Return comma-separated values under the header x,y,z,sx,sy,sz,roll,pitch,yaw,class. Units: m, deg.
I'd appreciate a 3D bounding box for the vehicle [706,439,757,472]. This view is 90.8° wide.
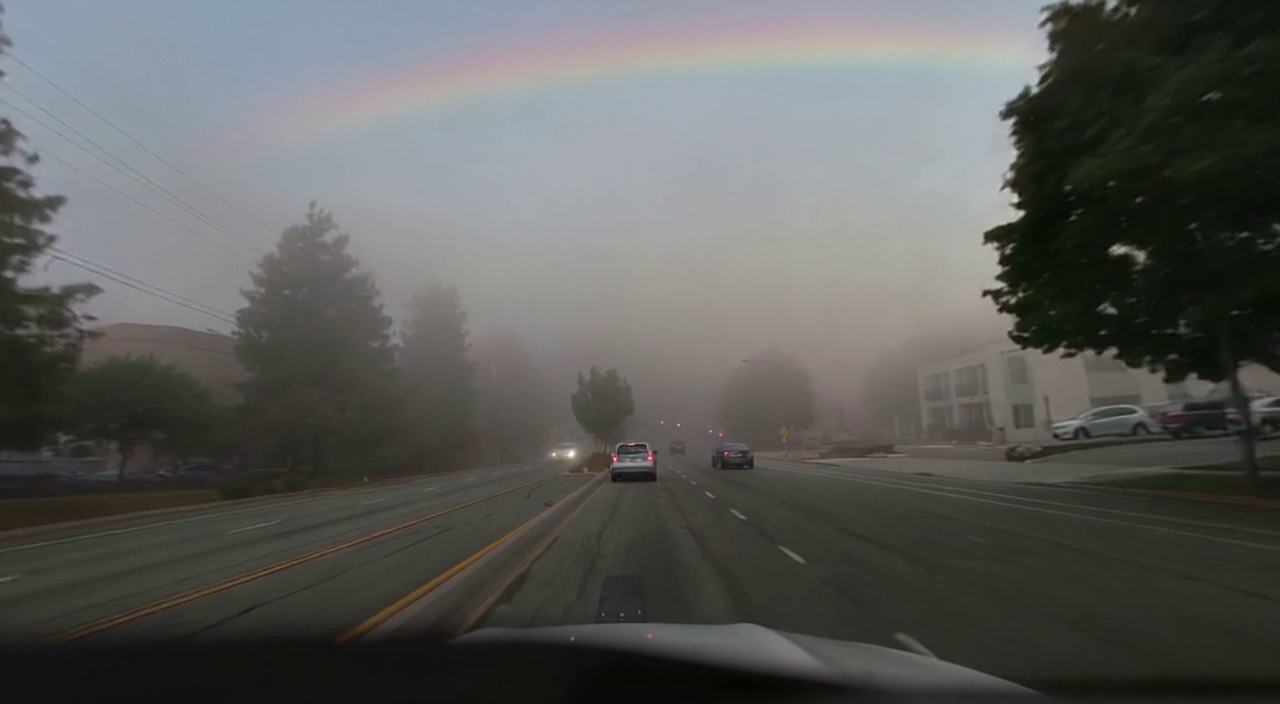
x,y,z,sx,sy,sz,roll,pitch,yaw,class
4.761,5.462,33.475,1.987,1.613,4.081,0,-9,-1,vehicle

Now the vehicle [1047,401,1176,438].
x,y,z,sx,sy,sz,roll,pitch,yaw,class
22.399,3.245,30.154,4.531,1.432,1.949,-3,-9,-1,vehicle

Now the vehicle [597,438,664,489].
x,y,z,sx,sy,sz,roll,pitch,yaw,class
-0.292,3.943,22.678,2.181,1.639,4.127,-1,-9,1,vehicle
